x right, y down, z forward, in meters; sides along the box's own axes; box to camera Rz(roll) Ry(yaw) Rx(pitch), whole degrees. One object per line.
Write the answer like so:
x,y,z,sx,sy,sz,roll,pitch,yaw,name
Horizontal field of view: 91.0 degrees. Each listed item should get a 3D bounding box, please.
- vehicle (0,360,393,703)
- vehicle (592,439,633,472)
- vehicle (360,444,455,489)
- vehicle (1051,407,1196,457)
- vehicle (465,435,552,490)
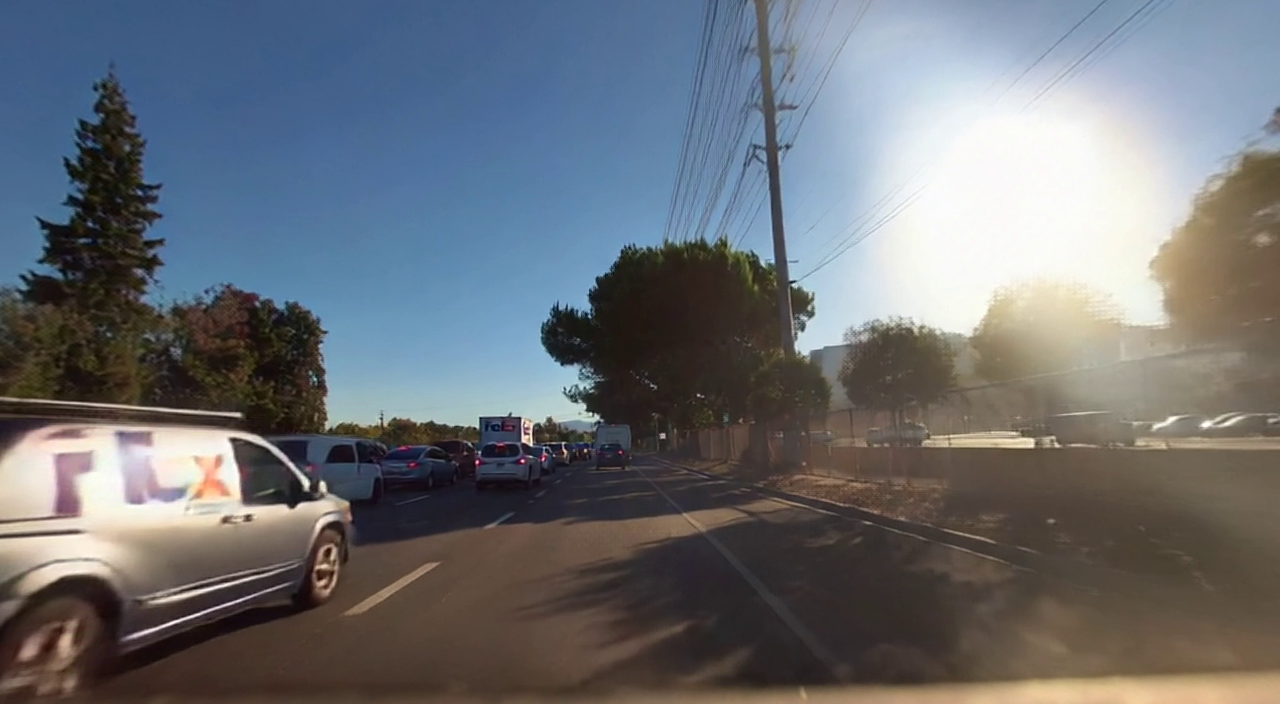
-3.863,1.154,4.400,2.388,1.692,4.684,0,-8,-1,vehicle
-1.488,5.540,34.013,2.055,1.671,4.147,0,-8,-3,vehicle
-8.651,4.246,23.901,1.909,1.473,5.050,0,-8,-3,vehicle
30.585,5.093,39.988,7.011,3.014,2.594,0,-9,-2,vehicle
-4.358,3.740,21.705,2.057,1.673,4.934,0,-8,-1,vehicle
